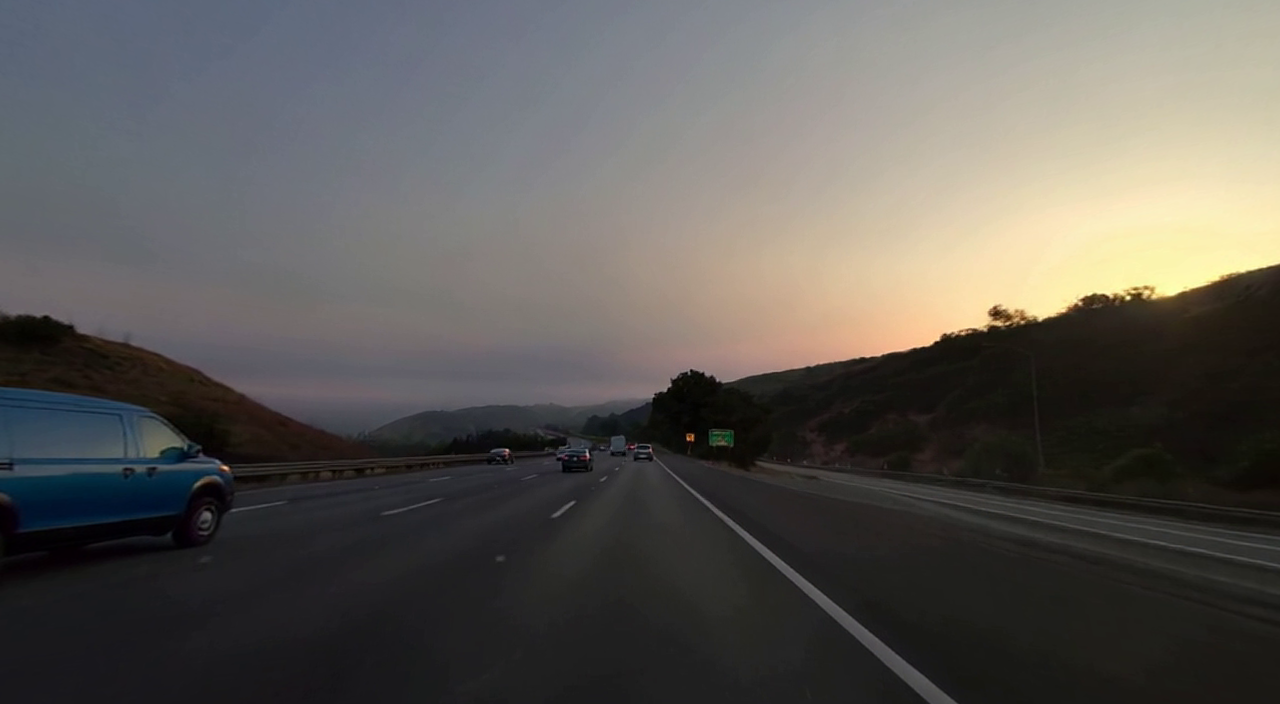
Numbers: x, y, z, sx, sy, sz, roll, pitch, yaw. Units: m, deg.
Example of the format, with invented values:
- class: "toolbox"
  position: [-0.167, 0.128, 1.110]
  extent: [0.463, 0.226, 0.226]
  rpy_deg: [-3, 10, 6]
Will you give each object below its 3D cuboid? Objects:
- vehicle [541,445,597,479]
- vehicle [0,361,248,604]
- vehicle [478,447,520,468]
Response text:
- class: "vehicle"
  position: [-3.354, 5.318, 30.693]
  extent: [2.080, 1.505, 4.649]
  rpy_deg: [0, -9, 1]
- class: "vehicle"
  position: [-6.904, 1.256, 6.169]
  extent: [2.437, 2.135, 5.643]
  rpy_deg: [0, -9, 1]
- class: "vehicle"
  position: [-10.528, 7.914, 47.328]
  extent: [1.945, 1.466, 4.947]
  rpy_deg: [0, -9, 1]
